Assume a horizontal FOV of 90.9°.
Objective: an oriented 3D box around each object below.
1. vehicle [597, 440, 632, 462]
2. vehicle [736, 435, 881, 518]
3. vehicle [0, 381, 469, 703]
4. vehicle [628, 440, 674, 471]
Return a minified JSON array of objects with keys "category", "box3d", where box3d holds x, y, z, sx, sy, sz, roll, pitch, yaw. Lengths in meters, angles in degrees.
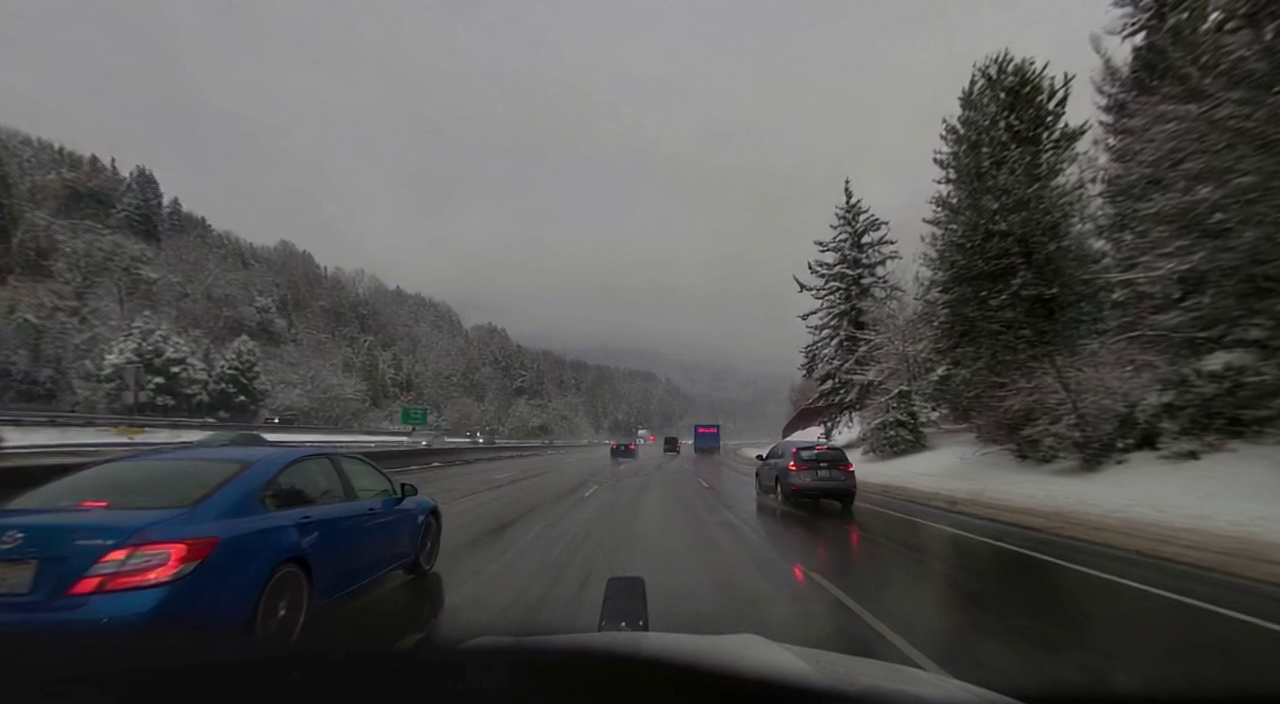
[{"category":"vehicle","box3d":[-1.726,6.987,44.581,2.010,1.482,4.230,-1,-8,4]},{"category":"vehicle","box3d":[3.433,2.609,13.798,2.013,1.464,4.317,1,-8,1]},{"category":"vehicle","box3d":[-2.833,1.161,4.028,2.031,1.491,4.792,0,-8,1]},{"category":"vehicle","box3d":[0.610,5.298,32.398,2.202,1.467,3.929,-1,-8,2]}]
